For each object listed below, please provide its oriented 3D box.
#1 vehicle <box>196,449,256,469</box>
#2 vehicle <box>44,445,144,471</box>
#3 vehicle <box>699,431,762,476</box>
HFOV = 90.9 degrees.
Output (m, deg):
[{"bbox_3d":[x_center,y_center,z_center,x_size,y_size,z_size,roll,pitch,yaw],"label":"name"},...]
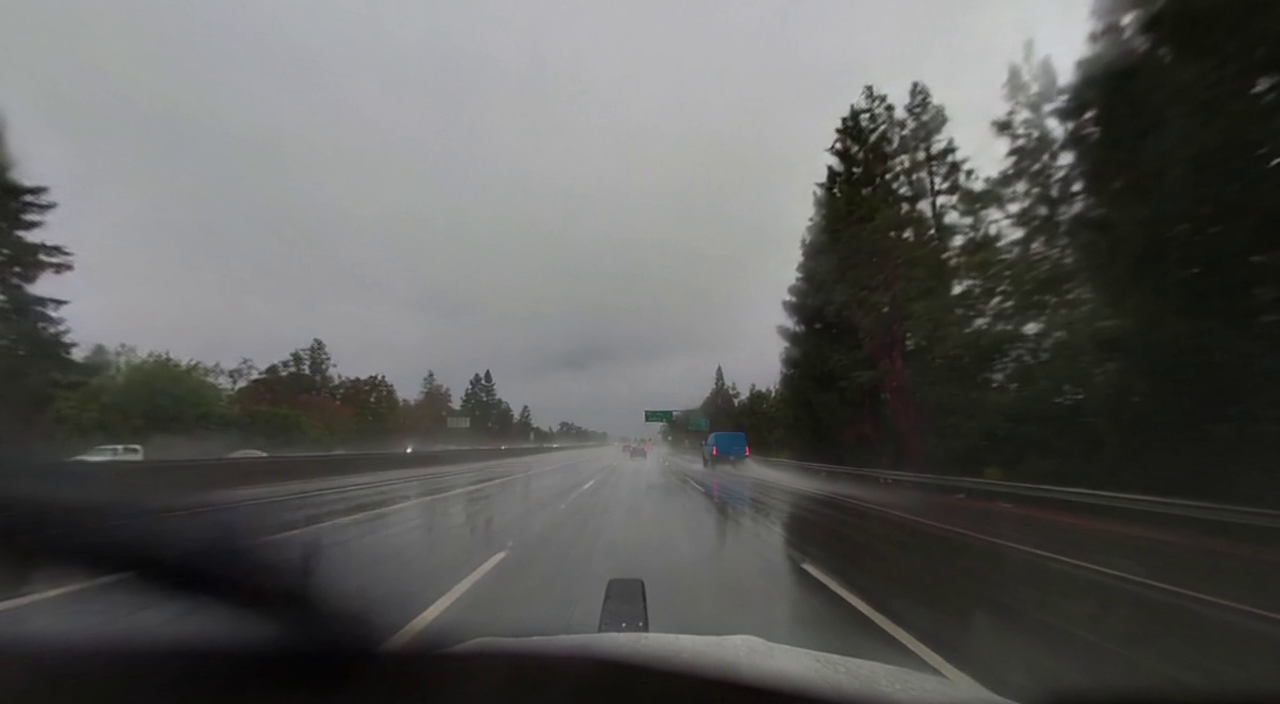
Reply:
[{"bbox_3d":[-32.638,8.402,49.823,1.837,1.432,4.253,0,-8,0],"label":"vehicle"},{"bbox_3d":[-39.720,7.693,46.098,2.139,1.695,5.697,-1,-8,1],"label":"vehicle"},{"bbox_3d":[4.221,4.806,30.151,2.172,1.930,4.879,0,-8,-1],"label":"vehicle"}]
